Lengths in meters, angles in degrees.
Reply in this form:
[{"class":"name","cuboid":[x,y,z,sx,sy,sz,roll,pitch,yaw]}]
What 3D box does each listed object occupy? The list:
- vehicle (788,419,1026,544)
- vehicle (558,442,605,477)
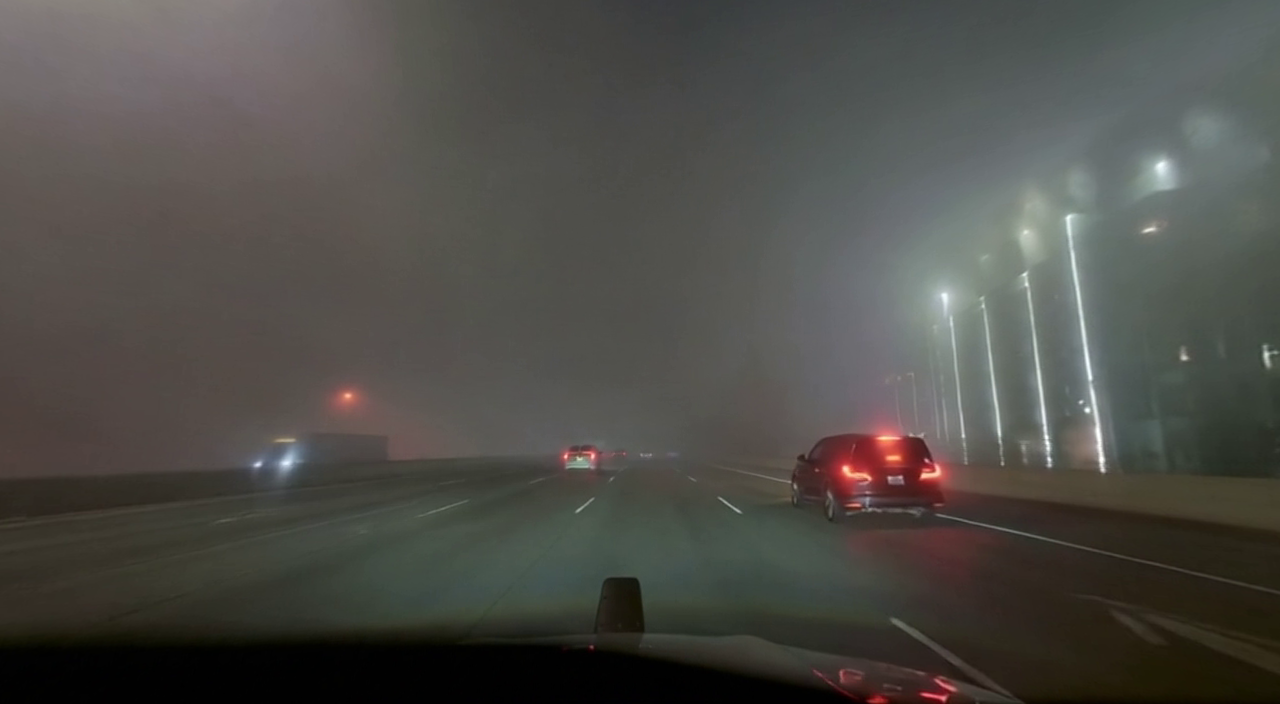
[{"class":"vehicle","cuboid":[4.328,2.183,11.273,2.170,1.733,4.631,0,-9,0]},{"class":"vehicle","cuboid":[-3.071,5.770,34.090,2.075,1.721,4.763,0,-9,1]}]
